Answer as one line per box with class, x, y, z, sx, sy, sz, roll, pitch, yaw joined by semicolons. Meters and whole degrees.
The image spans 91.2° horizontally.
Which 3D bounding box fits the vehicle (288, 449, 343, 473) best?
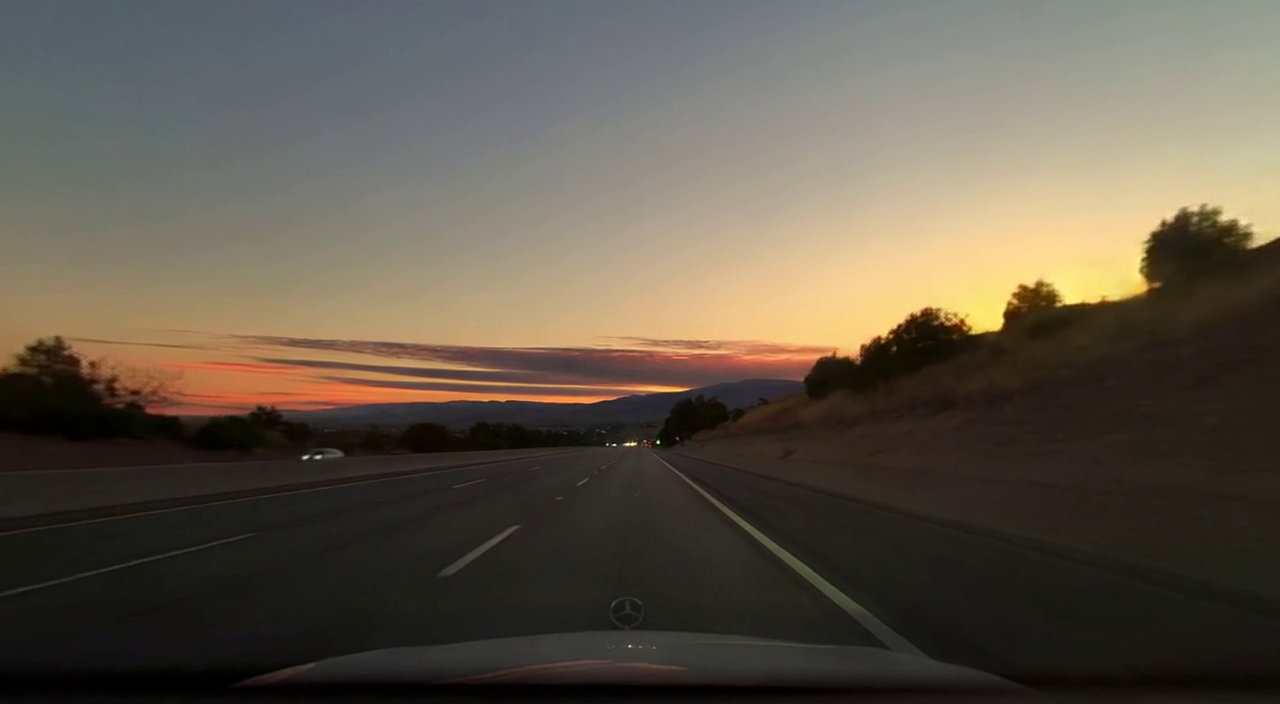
vehicle;-23.340;7.809;45.291;1.812;1.617;3.816;0;-8;0
